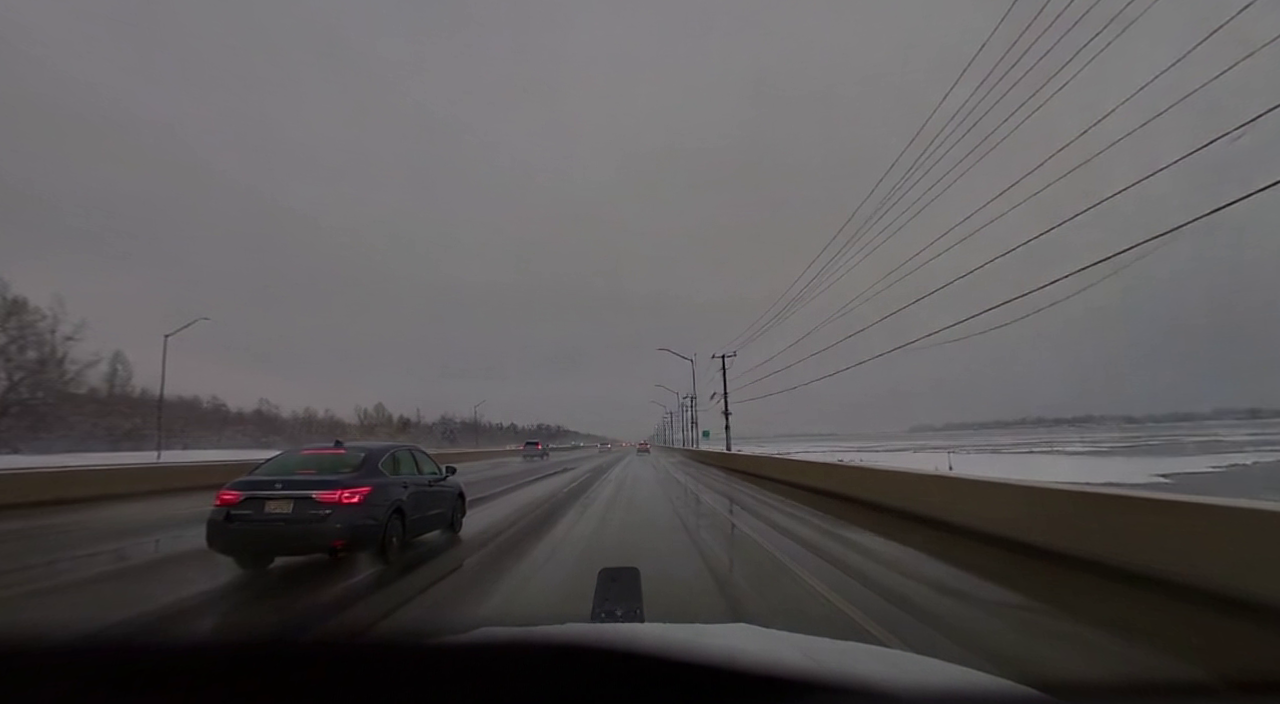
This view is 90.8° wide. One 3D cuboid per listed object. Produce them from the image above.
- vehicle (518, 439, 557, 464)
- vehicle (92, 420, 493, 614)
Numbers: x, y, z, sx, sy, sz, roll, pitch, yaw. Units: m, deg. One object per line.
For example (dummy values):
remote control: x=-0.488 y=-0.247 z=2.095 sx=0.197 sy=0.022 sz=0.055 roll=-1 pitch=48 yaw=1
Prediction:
vehicle: x=-7.435 y=7.255 z=46.263 sx=2.050 sy=1.717 sz=4.418 roll=0 pitch=-8 yaw=0
vehicle: x=-3.247 y=1.625 z=7.228 sx=2.015 sy=1.501 sz=4.454 roll=0 pitch=-8 yaw=1
